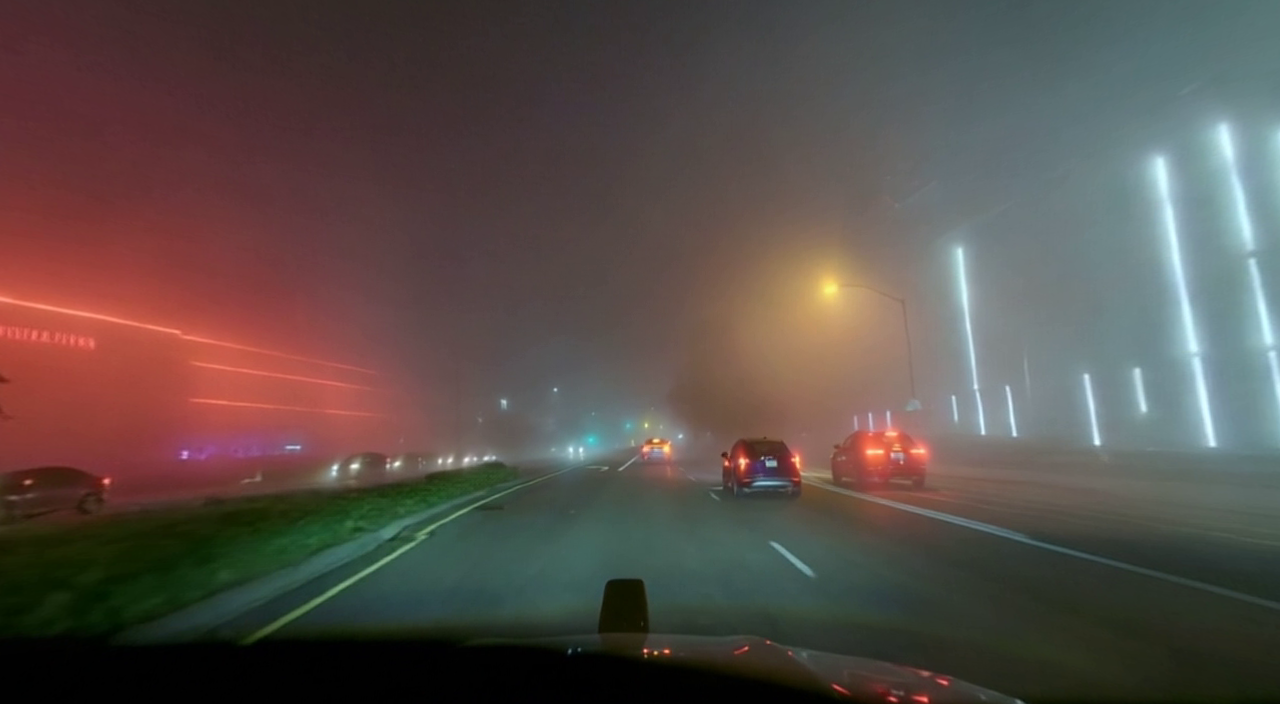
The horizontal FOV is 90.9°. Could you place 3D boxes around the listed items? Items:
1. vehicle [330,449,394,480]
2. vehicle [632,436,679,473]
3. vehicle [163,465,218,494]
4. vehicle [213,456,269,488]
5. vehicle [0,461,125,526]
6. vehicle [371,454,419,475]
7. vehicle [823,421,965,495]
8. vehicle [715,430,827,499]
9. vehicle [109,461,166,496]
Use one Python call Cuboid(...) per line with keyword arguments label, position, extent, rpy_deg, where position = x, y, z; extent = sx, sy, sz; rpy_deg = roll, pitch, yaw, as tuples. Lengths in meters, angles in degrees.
Cuboid(label="vehicle", position=(-17.963, 7.266, 40.966), extent=(1.954, 1.779, 4.635), rpy_deg=(0, -8, 0))
Cuboid(label="vehicle", position=(0.666, 4.916, 30.536), extent=(2.125, 1.669, 3.880), rpy_deg=(0, -8, -1))
Cuboid(label="vehicle", position=(-27.388, 7.720, 38.522), extent=(1.989, 1.476, 4.088), rpy_deg=(4, -9, -26))
Cuboid(label="vehicle", position=(-24.564, 7.376, 38.948), extent=(2.076, 1.688, 4.635), rpy_deg=(3, -9, -23))
Cuboid(label="vehicle", position=(-18.521, 4.188, 19.020), extent=(1.956, 1.647, 4.643), rpy_deg=(0, -8, 1))
Cuboid(label="vehicle", position=(-18.029, 8.260, 46.487), extent=(1.716, 1.412, 4.335), rpy_deg=(0, -8, 1))
Cuboid(label="vehicle", position=(6.881, 2.919, 17.766), extent=(1.963, 1.783, 4.722), rpy_deg=(0, -8, -1))
Cuboid(label="vehicle", position=(3.304, 2.931, 16.935), extent=(1.931, 1.591, 4.708), rpy_deg=(0, -8, -1))
Cuboid(label="vehicle", position=(-30.632, 7.680, 38.549), extent=(1.944, 1.794, 4.468), rpy_deg=(4, -9, -29))
